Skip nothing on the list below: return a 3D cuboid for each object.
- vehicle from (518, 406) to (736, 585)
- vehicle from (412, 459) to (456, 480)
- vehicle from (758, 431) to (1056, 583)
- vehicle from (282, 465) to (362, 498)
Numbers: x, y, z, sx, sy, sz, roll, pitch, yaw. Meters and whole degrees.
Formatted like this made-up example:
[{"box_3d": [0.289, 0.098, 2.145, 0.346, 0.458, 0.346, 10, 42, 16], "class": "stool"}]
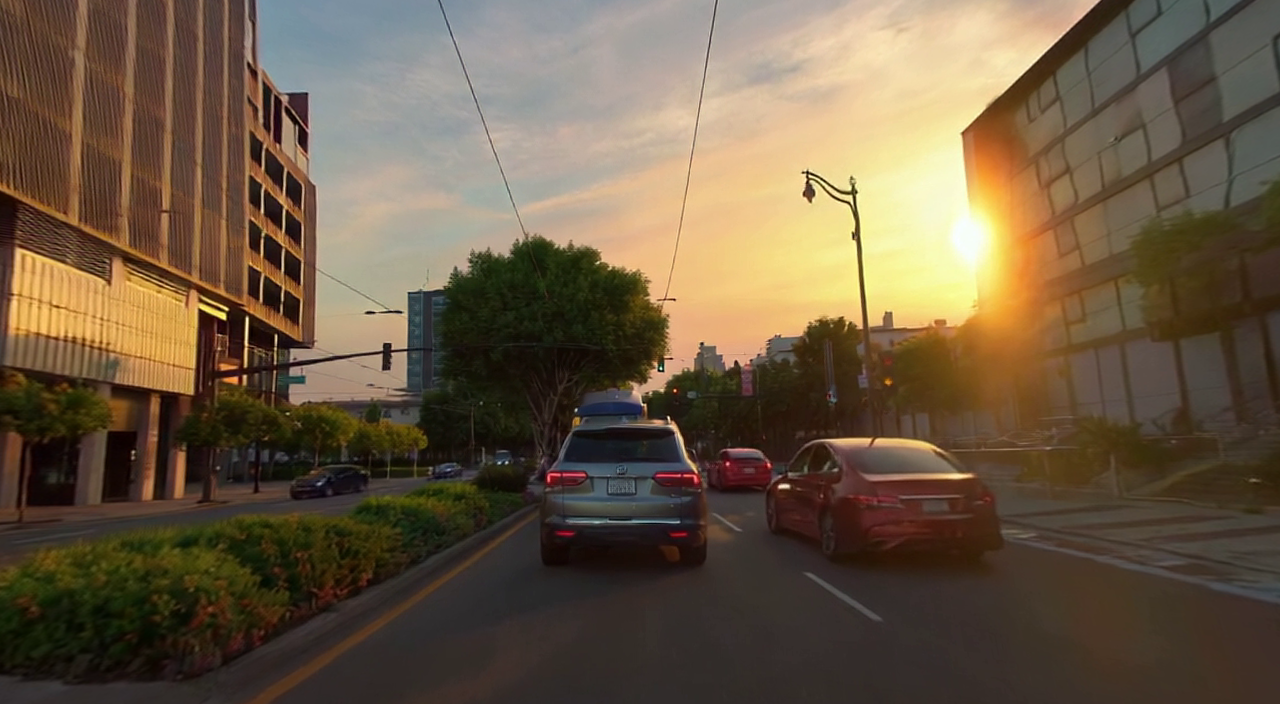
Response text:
[{"box_3d": [-0.216, 1.751, 8.556, 2.178, 1.779, 4.255, 0, -8, -2], "class": "vehicle"}, {"box_3d": [-16.141, 9.250, 49.816, 2.077, 1.458, 4.718, 0, -8, -3], "class": "vehicle"}, {"box_3d": [3.081, 1.867, 8.512, 1.993, 1.480, 4.324, 0, -8, -2], "class": "vehicle"}, {"box_3d": [-15.648, 6.364, 31.330, 1.798, 1.409, 4.239, 0, -8, -1], "class": "vehicle"}]
